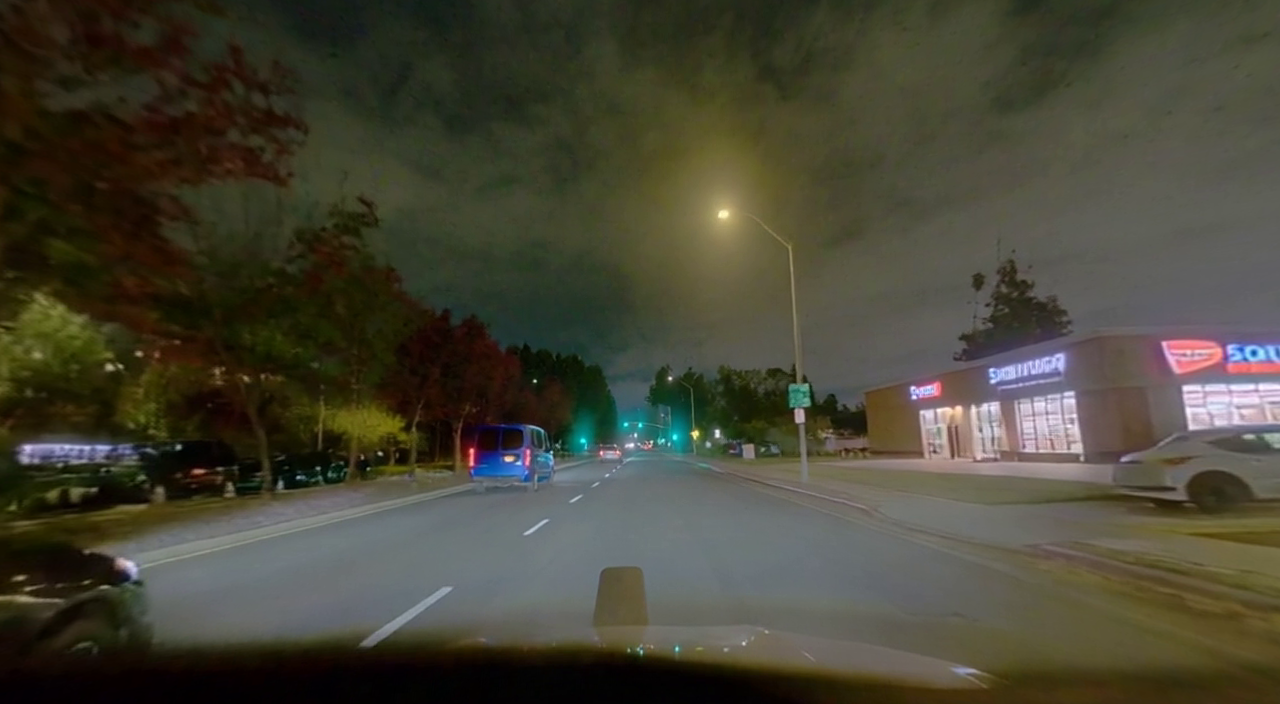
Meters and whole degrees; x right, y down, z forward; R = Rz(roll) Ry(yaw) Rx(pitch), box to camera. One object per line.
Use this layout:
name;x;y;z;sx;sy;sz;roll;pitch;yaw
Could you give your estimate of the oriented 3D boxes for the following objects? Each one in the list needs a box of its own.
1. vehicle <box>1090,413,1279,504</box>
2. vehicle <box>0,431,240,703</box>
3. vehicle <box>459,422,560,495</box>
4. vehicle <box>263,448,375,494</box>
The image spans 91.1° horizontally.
vehicle;11.226;1.894;11.323;4.607;1.471;1.982;0;-8;2
vehicle;-3.737;0.949;2.001;1.959;1.406;4.550;0;-8;-1
vehicle;-3.933;3.323;19.910;2.152;1.987;4.952;0;-8;0
vehicle;-11.217;4.153;22.313;1.812;1.405;4.305;0;-8;-2
